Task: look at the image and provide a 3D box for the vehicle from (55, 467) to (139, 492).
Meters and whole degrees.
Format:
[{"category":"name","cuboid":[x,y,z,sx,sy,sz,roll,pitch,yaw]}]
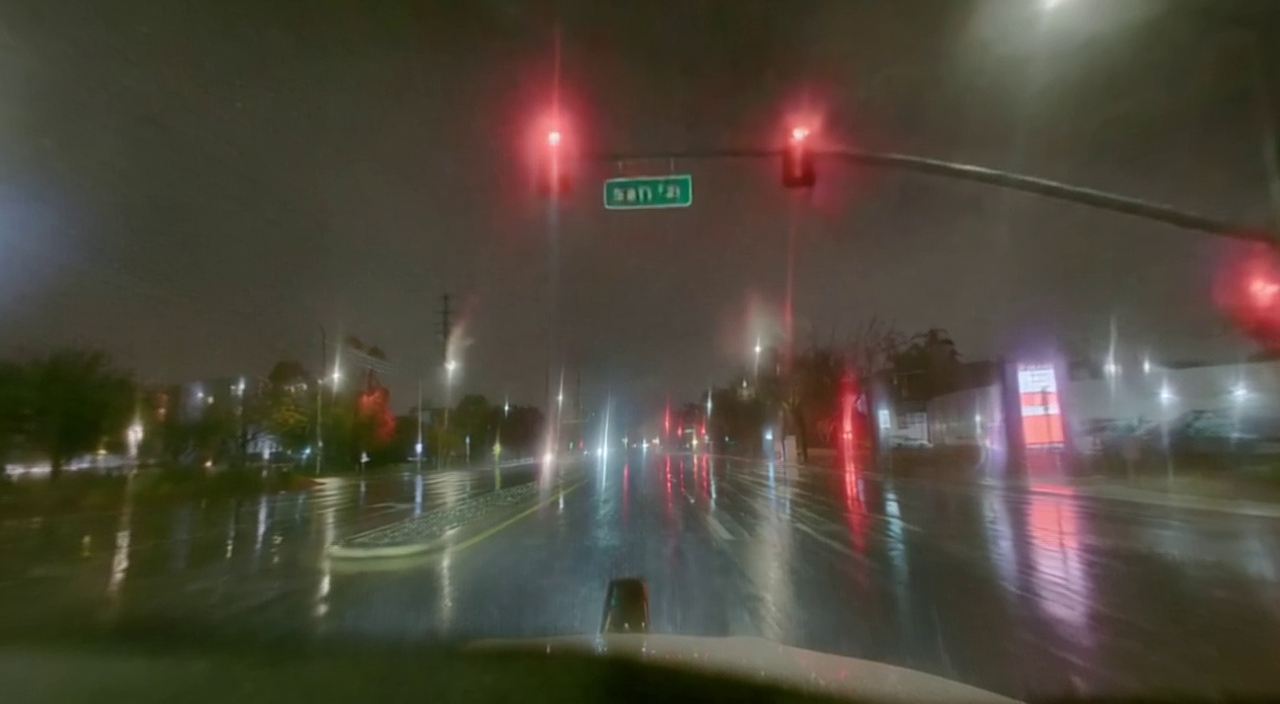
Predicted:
[{"category":"vehicle","cuboid":[-37.184,8.720,43.297,1.736,1.399,4.271,-1,-8,5]}]
